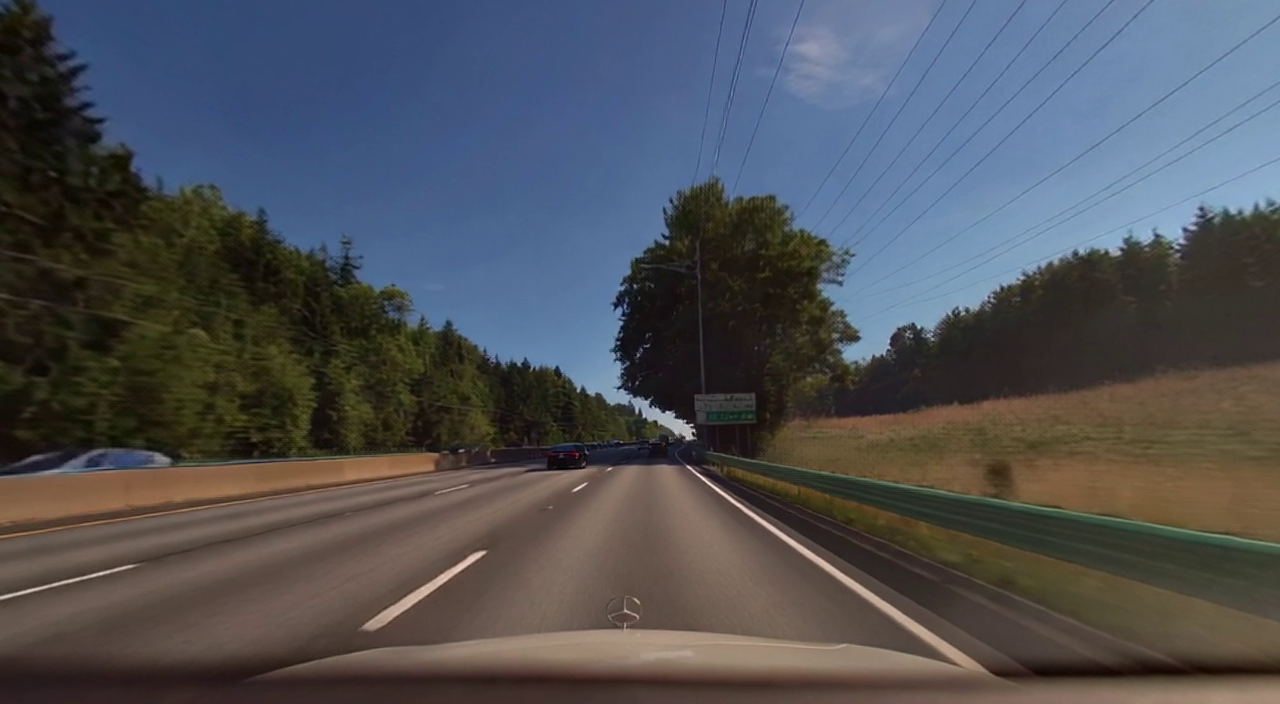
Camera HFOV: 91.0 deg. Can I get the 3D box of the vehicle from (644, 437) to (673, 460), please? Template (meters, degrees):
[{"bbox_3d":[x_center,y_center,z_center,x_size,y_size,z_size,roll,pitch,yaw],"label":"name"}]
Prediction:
[{"bbox_3d":[1.448,7.590,49.813,2.176,1.725,4.182,0,-8,2],"label":"vehicle"}]

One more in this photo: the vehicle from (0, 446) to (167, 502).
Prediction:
[{"bbox_3d":[-16.115,3.437,18.237,1.804,1.419,3.775,0,-8,1],"label":"vehicle"}]

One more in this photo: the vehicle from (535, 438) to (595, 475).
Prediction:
[{"bbox_3d":[-3.215,4.593,27.919,2.021,1.515,4.453,0,-8,2],"label":"vehicle"}]
